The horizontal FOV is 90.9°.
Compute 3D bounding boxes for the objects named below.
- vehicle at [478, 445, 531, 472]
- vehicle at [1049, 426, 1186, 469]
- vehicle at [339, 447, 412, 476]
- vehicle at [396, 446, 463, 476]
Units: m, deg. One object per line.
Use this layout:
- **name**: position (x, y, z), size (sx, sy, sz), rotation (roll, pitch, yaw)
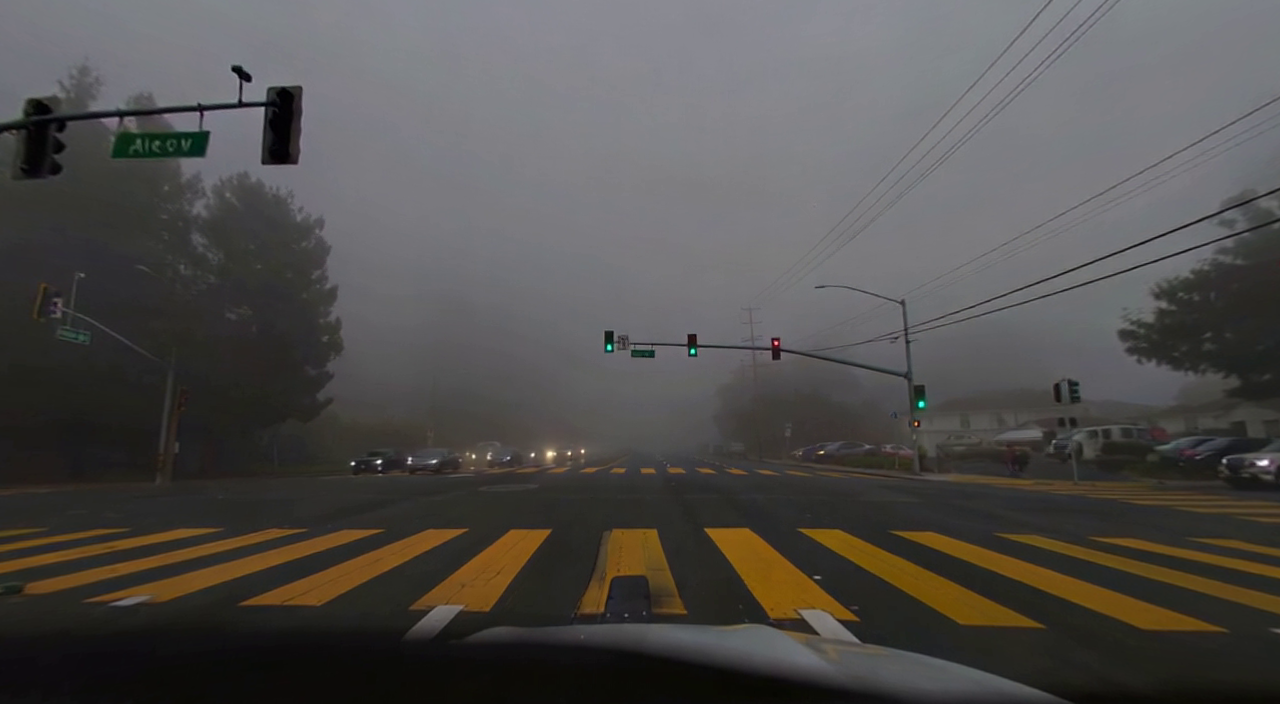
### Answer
- **vehicle**: position (-7.686, 6.040, 36.086), size (1.958, 1.415, 4.312), rotation (0, -8, 2)
- **vehicle**: position (25.261, 5.105, 33.675), size (2.177, 2.086, 5.514), rotation (2, -9, -14)
- **vehicle**: position (-14.618, 6.050, 35.115), size (2.035, 1.470, 4.677), rotation (0, -8, 0)
- **vehicle**: position (-10.991, 5.680, 33.219), size (2.007, 1.451, 4.242), rotation (0, -8, 1)
